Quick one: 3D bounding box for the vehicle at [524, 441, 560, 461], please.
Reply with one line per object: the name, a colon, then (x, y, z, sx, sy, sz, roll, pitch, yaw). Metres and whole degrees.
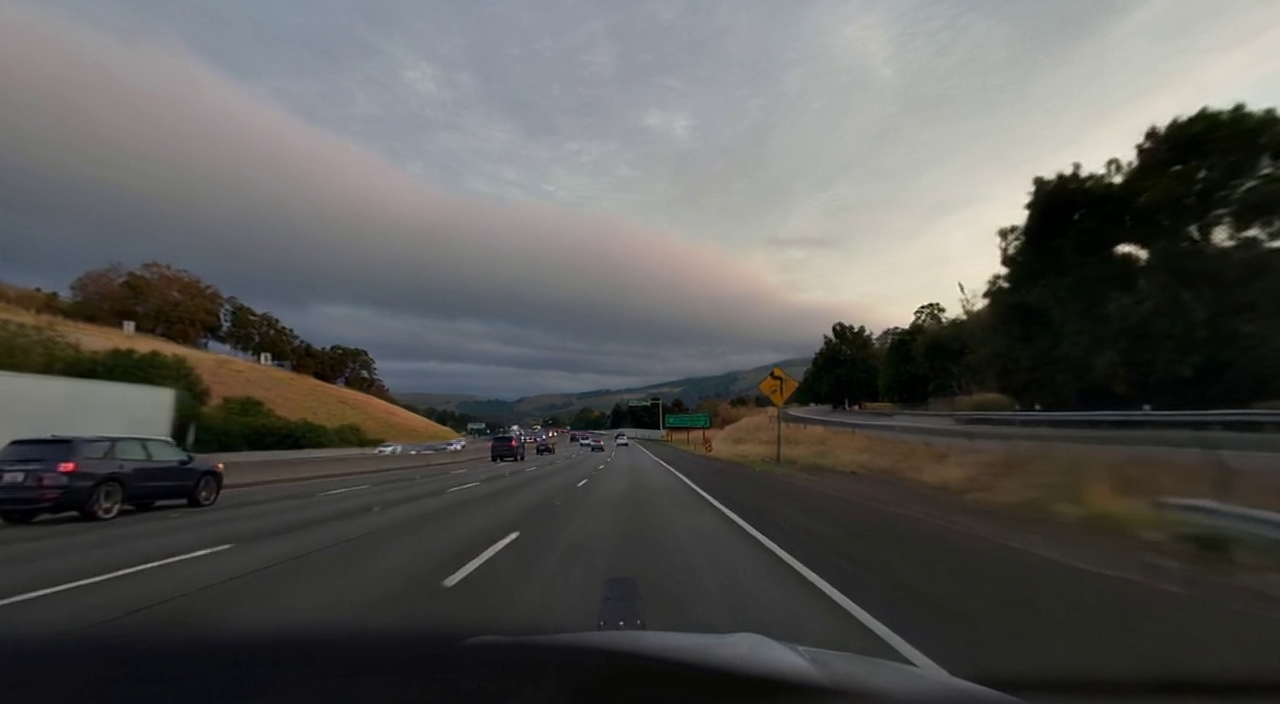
vehicle: (-7.643, 7.723, 49.160, 2.113, 1.507, 4.450, 0, -8, 0)

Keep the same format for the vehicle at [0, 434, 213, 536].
vehicle: (-11.052, 2.476, 12.397, 2.001, 1.625, 4.528, 0, -8, 0)
